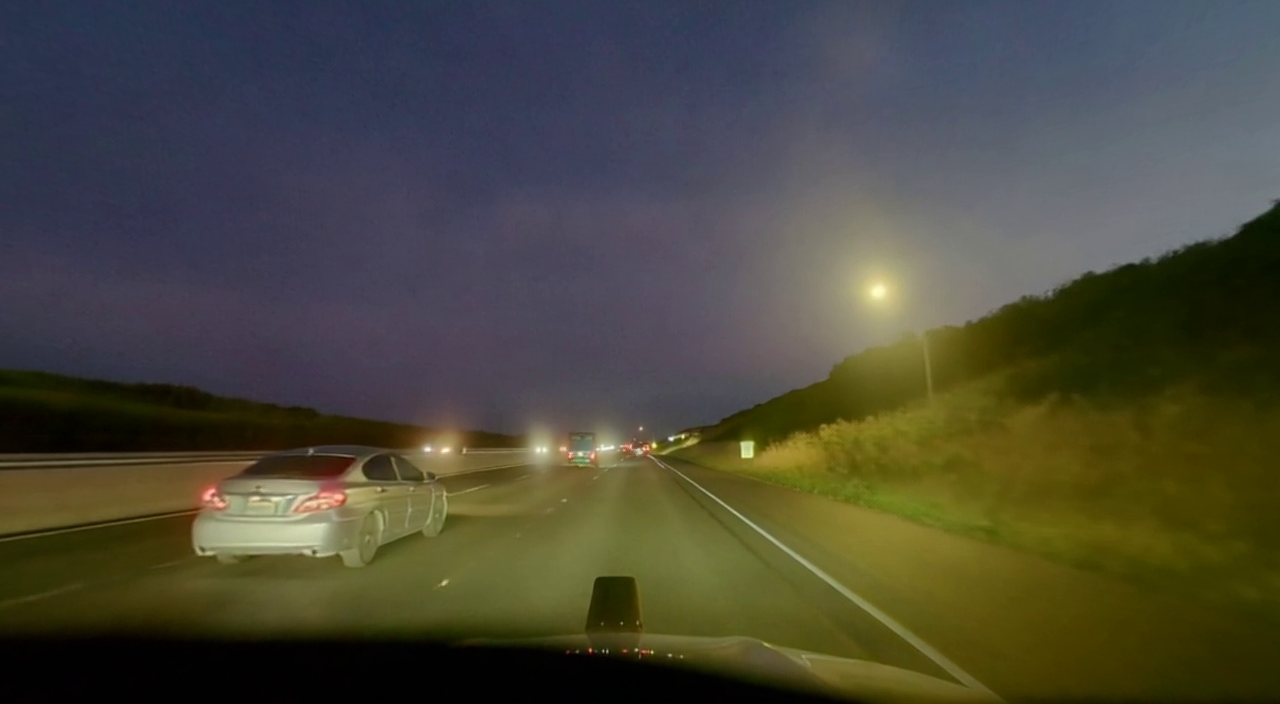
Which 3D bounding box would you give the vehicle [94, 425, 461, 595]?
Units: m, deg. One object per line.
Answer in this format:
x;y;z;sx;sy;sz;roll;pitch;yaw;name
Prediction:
-3.652;1.653;7.383;1.924;1.436;3.915;0;-9;0;vehicle

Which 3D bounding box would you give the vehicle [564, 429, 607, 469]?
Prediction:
-3.536;6.477;42.238;2.290;2.453;5.561;0;-9;1;vehicle
